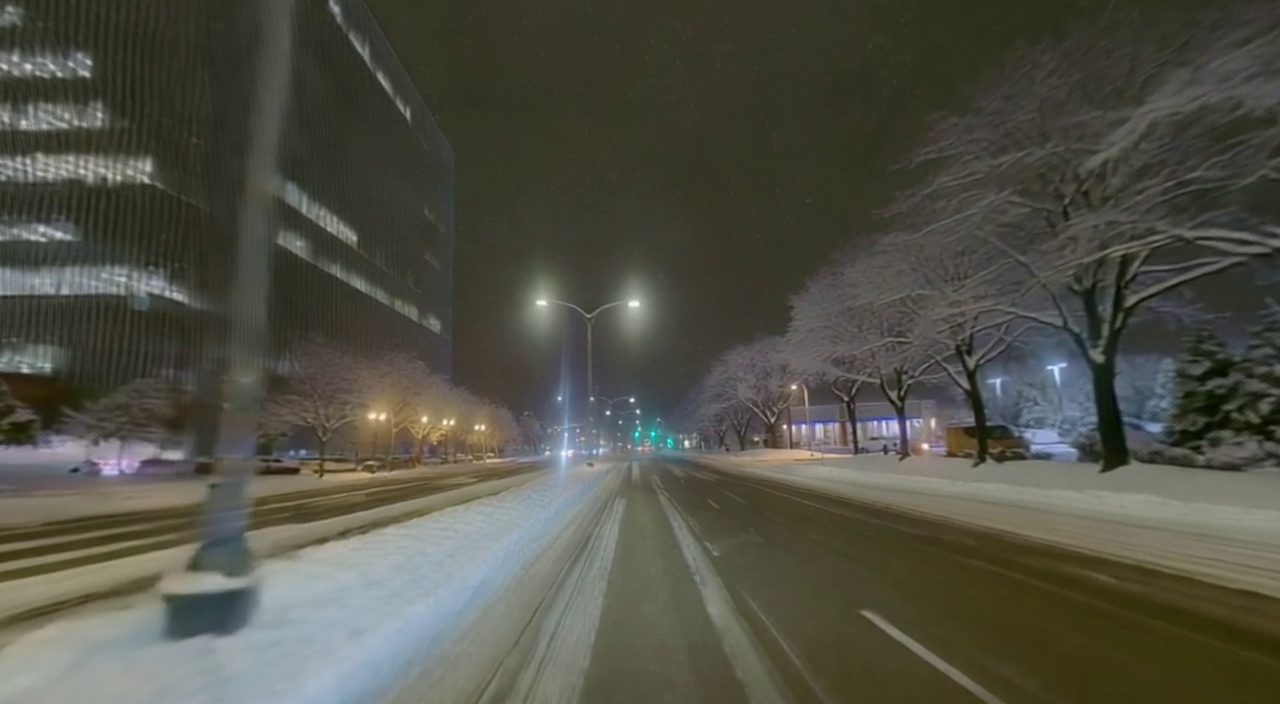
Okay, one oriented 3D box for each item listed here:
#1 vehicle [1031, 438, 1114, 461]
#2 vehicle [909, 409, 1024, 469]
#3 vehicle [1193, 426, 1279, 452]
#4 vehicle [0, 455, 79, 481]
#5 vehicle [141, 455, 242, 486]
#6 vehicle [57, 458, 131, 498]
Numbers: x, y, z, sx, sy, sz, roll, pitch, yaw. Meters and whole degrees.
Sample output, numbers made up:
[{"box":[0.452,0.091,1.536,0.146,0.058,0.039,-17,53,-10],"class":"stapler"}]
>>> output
[{"box":[31.598,7.144,46.250,4.505,1.450,2.051,-3,-10,-1],"class":"vehicle"},{"box":[19.304,5.397,38.151,2.630,3.176,8.459,-1,-10,2],"class":"vehicle"},{"box":[41.276,5.999,43.341,4.658,1.705,2.148,0,-9,-2],"class":"vehicle"},{"box":[-41.926,8.003,43.955,1.824,1.570,4.239,2,-8,0],"class":"vehicle"},{"box":[-27.869,7.325,39.415,4.879,1.724,2.086,6,-10,-34],"class":"vehicle"},{"box":[-26.811,6.152,31.188,1.969,1.682,4.542,5,-10,-31],"class":"vehicle"}]
